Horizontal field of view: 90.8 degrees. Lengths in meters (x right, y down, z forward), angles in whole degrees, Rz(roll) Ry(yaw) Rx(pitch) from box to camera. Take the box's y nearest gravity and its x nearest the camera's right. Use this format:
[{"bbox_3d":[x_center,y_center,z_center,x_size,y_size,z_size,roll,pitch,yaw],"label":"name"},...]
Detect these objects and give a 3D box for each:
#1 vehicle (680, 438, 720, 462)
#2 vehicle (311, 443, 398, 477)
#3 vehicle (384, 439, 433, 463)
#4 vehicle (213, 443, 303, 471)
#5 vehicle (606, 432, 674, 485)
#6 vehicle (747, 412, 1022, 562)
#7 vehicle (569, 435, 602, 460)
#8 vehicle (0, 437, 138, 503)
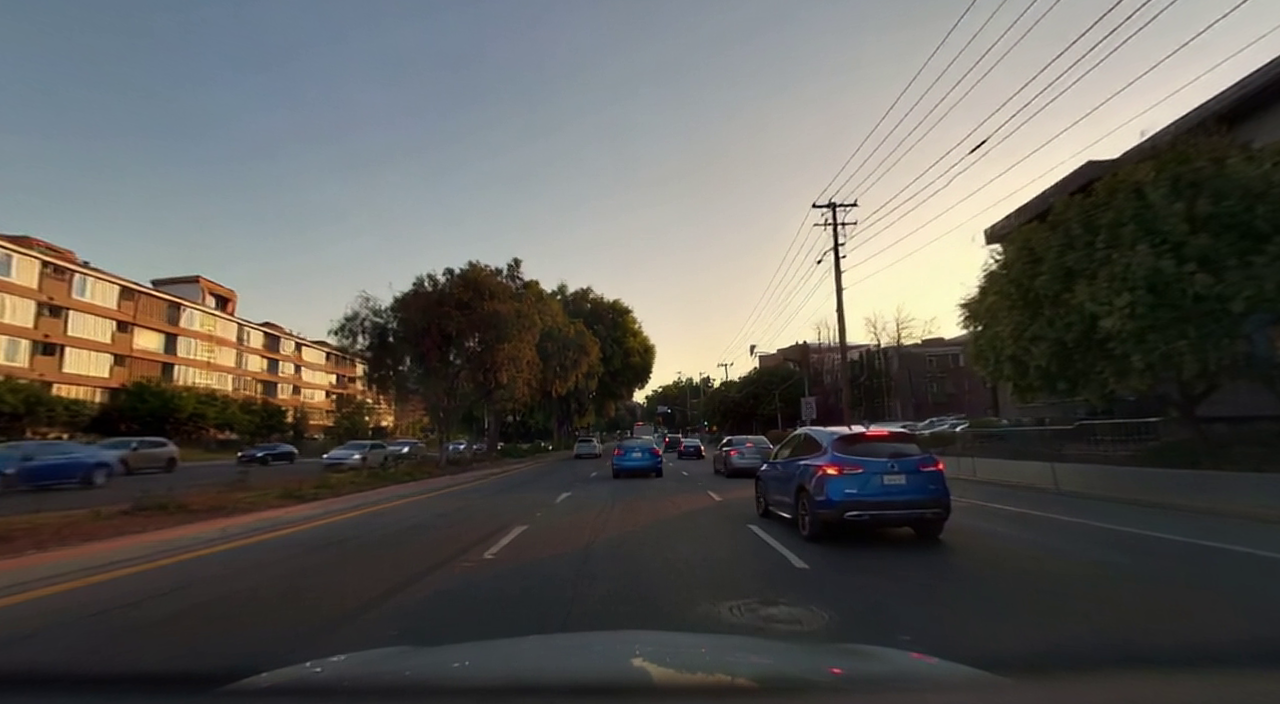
[{"bbox_3d":[3.760,6.263,40.425,2.054,1.461,4.321,0,-9,-1],"label":"vehicle"},{"bbox_3d":[-13.244,5.035,29.653,1.932,1.455,4.485,-1,-9,0],"label":"vehicle"},{"bbox_3d":[-17.026,7.339,46.780,1.905,1.634,4.617,0,-9,-1],"label":"vehicle"},{"bbox_3d":[-22.712,6.249,37.870,2.154,1.568,5.081,-1,-9,1],"label":"vehicle"},{"bbox_3d":[-0.018,3.560,21.393,2.073,1.606,3.933,0,-9,0],"label":"vehicle"},{"bbox_3d":[3.149,1.863,9.496,2.123,1.657,4.719,0,-9,-2],"label":"vehicle"},{"bbox_3d":[-4.137,7.356,48.660,2.104,1.773,4.338,0,-9,0],"label":"vehicle"},{"bbox_3d":[-16.831,3.218,17.592,1.944,1.624,4.561,0,-9,0],"label":"vehicle"}]
